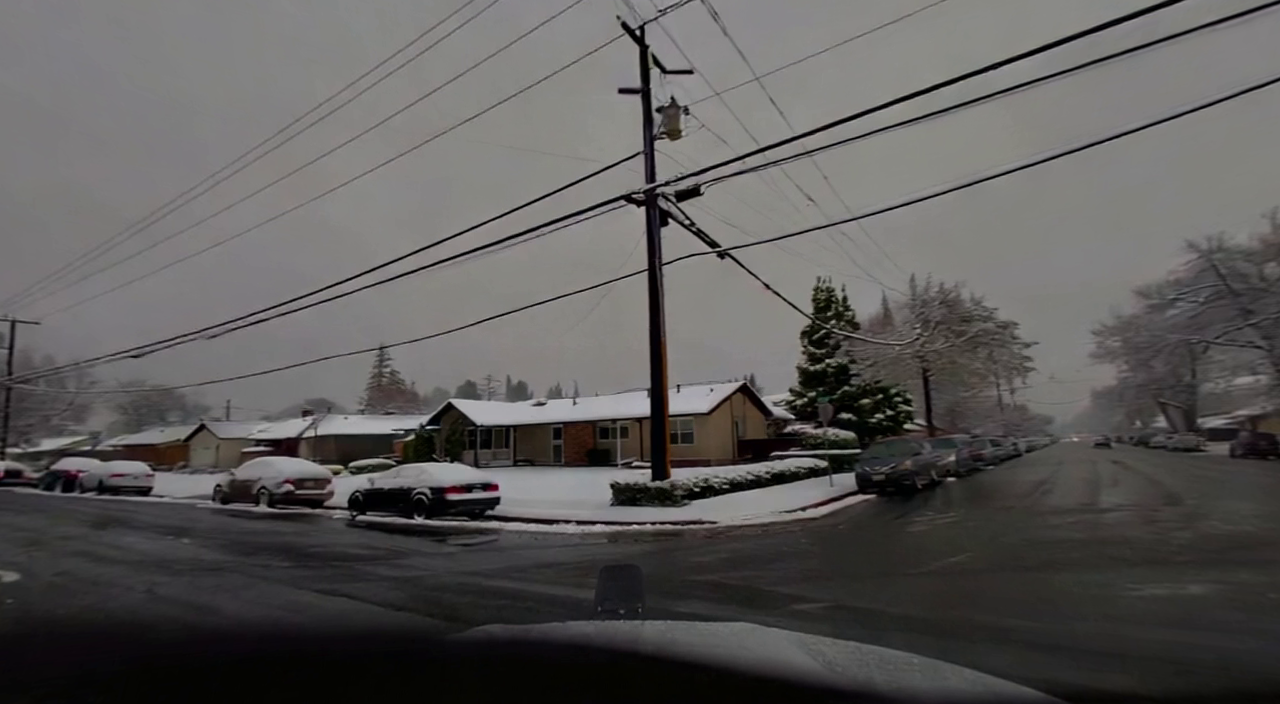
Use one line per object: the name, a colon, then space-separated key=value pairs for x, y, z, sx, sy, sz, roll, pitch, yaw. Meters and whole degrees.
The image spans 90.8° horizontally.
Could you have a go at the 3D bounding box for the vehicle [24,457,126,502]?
vehicle: x=-25.225 y=5.618 z=28.196 sx=4.633 sy=1.761 sz=1.922 roll=-5 pitch=-10 yaw=30

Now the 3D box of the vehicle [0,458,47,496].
vehicle: x=-34.689 y=6.766 z=34.421 sx=4.871 sy=1.826 sz=2.115 roll=-6 pitch=-10 yaw=32

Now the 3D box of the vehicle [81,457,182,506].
vehicle: x=-20.255 y=5.071 z=25.118 sx=4.294 sy=1.675 sz=1.894 roll=-6 pitch=-10 yaw=35

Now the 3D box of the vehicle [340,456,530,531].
vehicle: x=-4.821 y=3.162 z=14.681 sx=4.448 sy=1.437 sz=1.786 roll=-6 pitch=-10 yaw=34

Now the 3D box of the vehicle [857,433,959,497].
vehicle: x=8.841 y=3.602 z=20.602 sx=2.179 sy=1.791 sz=4.547 roll=-6 pitch=-10 yaw=33

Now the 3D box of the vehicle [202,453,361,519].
vehicle: x=-10.328 y=3.751 z=18.153 sx=4.471 sy=1.623 sz=1.943 roll=-5 pitch=-10 yaw=31
